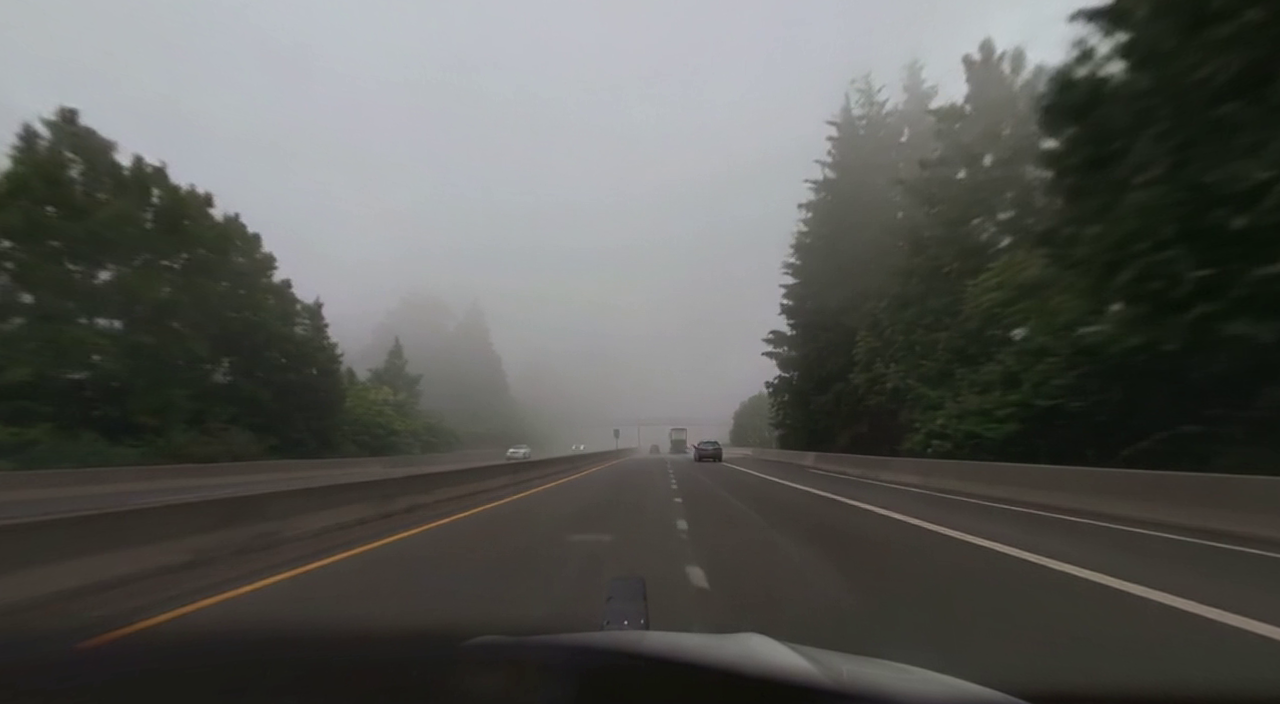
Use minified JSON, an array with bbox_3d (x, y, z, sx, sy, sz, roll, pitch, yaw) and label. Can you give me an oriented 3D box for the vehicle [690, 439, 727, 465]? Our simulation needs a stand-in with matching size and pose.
[{"bbox_3d":[4.345,6.354,40.190,1.954,1.550,4.140,0,-8,1],"label":"vehicle"}]
